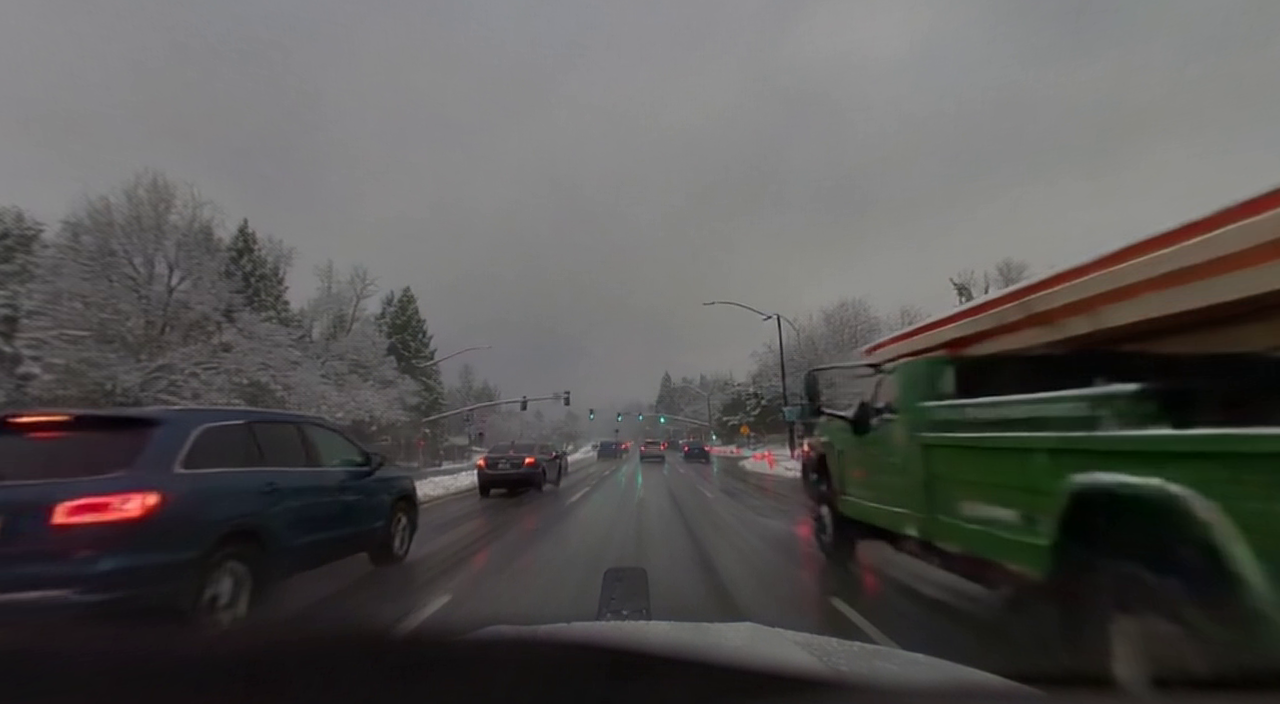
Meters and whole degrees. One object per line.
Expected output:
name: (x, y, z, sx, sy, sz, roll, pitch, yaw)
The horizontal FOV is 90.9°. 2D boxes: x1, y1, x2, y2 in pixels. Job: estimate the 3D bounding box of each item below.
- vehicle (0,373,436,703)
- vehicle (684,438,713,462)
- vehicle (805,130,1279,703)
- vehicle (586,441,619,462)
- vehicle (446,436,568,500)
vehicle: (-3.545, 1.266, 5.436, 2.038, 1.682, 4.399, 0, -8, 1)
vehicle: (4.336, 7.190, 46.488, 1.984, 1.659, 4.226, -1, -8, 7)
vehicle: (3.695, 0.726, 4.396, 2.760, 2.465, 7.936, 0, -8, -1)
vehicle: (-2.739, 7.378, 46.835, 1.998, 1.481, 4.656, 0, -8, 2)
vehicle: (-3.375, 3.055, 17.069, 2.107, 1.482, 4.674, 0, -8, 2)
